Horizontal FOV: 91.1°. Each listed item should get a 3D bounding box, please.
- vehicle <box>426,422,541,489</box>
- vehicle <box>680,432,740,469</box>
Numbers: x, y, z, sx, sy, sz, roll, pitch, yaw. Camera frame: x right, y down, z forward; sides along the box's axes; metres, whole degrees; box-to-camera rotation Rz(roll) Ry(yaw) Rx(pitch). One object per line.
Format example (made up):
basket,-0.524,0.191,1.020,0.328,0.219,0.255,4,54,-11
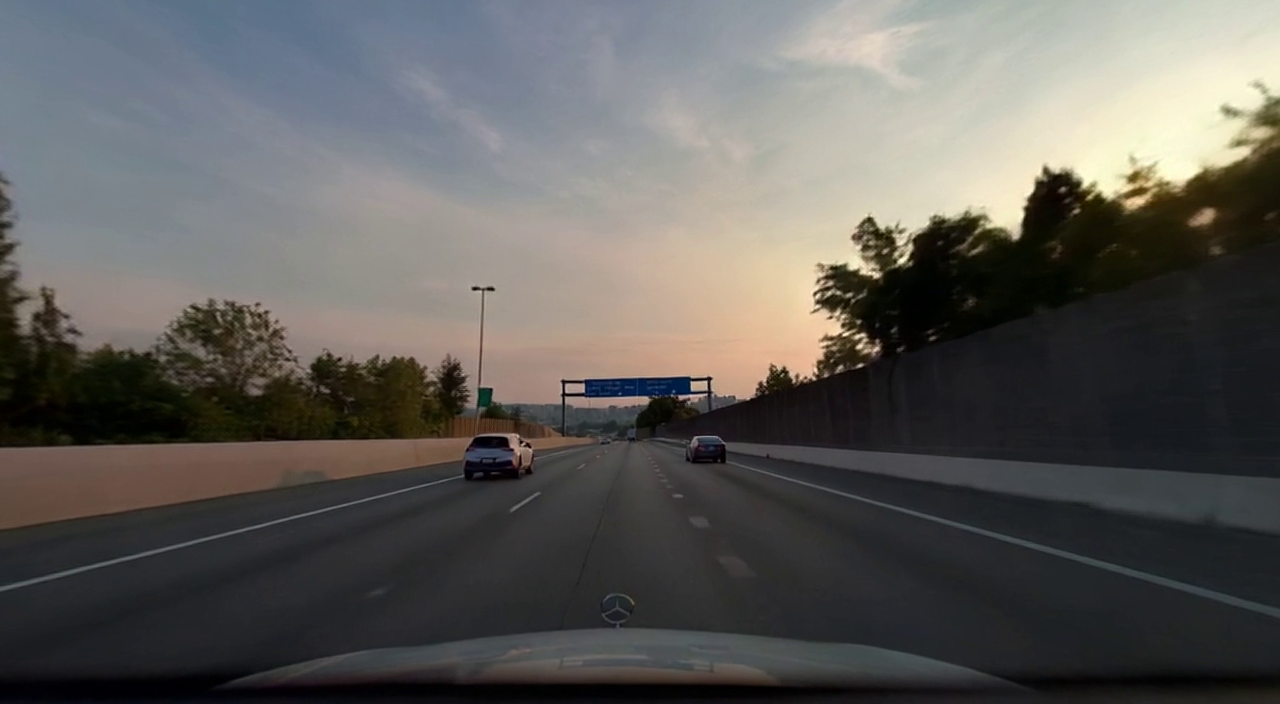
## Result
vehicle,-4.238,2.860,17.813,2.219,1.660,4.153,0,-8,-1
vehicle,3.048,4.381,28.401,2.077,1.523,4.539,0,-8,-2
